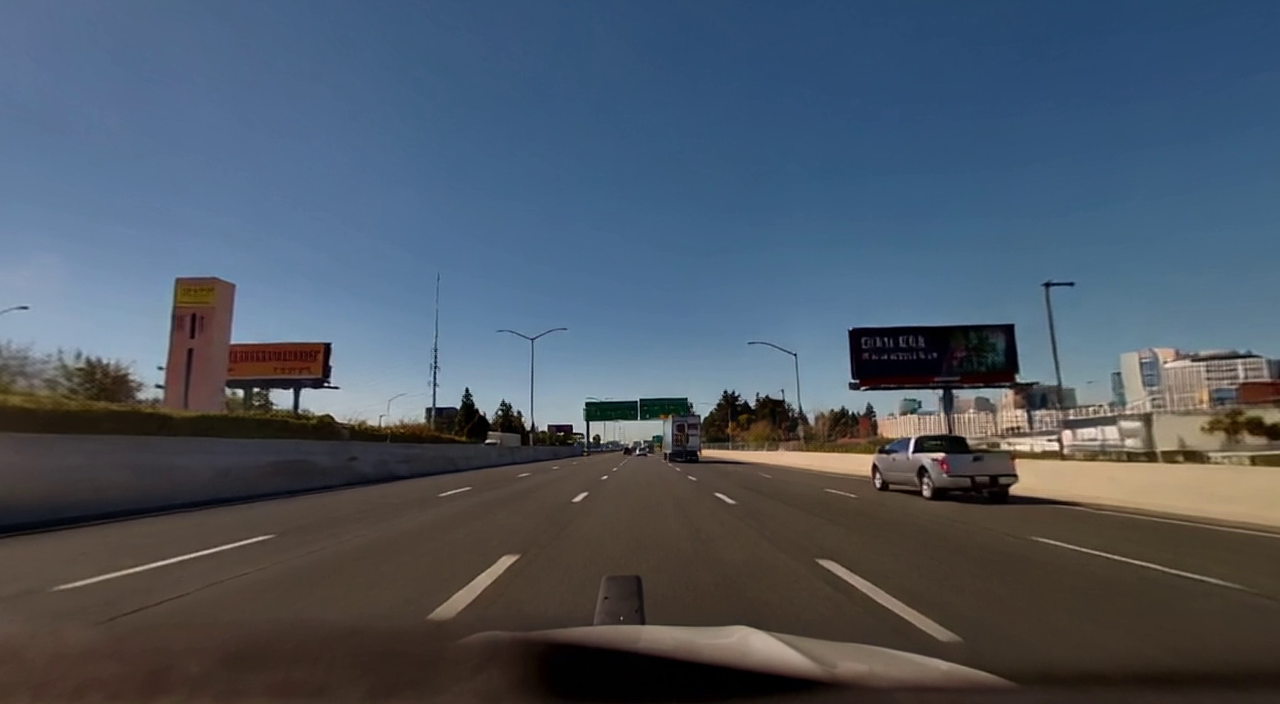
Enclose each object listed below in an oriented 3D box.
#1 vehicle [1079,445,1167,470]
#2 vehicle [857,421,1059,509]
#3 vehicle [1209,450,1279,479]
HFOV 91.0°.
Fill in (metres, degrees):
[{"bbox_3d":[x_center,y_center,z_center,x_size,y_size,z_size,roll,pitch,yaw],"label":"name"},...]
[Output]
[{"bbox_3d":[35.827,7.853,46.774,4.887,1.728,1.965,1,-9,-2],"label":"vehicle"},{"bbox_3d":[8.111,2.966,16.914,2.544,1.947,5.288,0,-9,-1],"label":"vehicle"},{"bbox_3d":[36.122,6.499,36.550,4.238,1.479,1.822,-2,-8,1],"label":"vehicle"}]
